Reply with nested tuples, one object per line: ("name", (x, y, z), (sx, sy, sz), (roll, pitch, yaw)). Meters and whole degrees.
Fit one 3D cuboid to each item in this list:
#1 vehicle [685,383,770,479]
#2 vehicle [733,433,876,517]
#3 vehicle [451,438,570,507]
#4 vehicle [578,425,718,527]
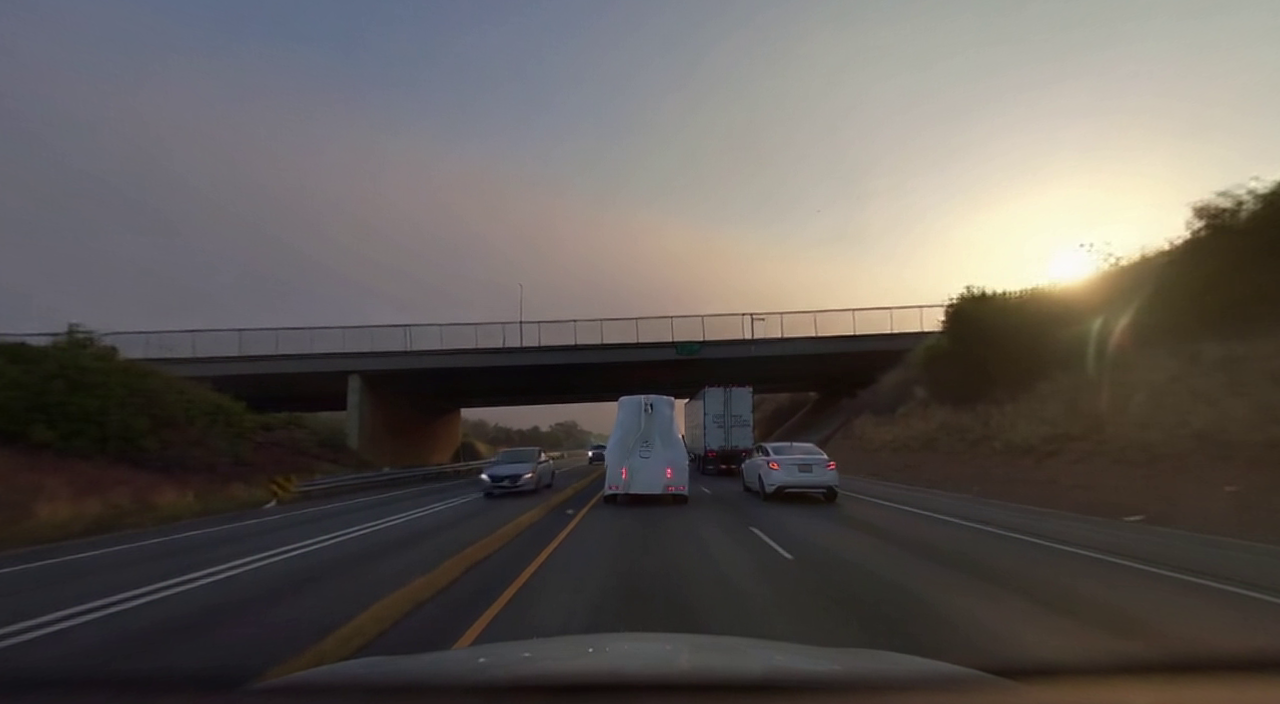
("vehicle", (3.880, 3.783, 29.552), (2.948, 3.974, 6.480), (-1, -9, 0))
("vehicle", (3.327, 2.575, 13.604), (1.972, 1.505, 3.946), (-1, -9, 0))
("vehicle", (-3.190, 3.077, 16.501), (2.096, 1.531, 4.210), (-1, -9, 2))
("vehicle", (0.168, 2.324, 12.261), (2.256, 1.615, 4.114), (-1, -9, 1))
